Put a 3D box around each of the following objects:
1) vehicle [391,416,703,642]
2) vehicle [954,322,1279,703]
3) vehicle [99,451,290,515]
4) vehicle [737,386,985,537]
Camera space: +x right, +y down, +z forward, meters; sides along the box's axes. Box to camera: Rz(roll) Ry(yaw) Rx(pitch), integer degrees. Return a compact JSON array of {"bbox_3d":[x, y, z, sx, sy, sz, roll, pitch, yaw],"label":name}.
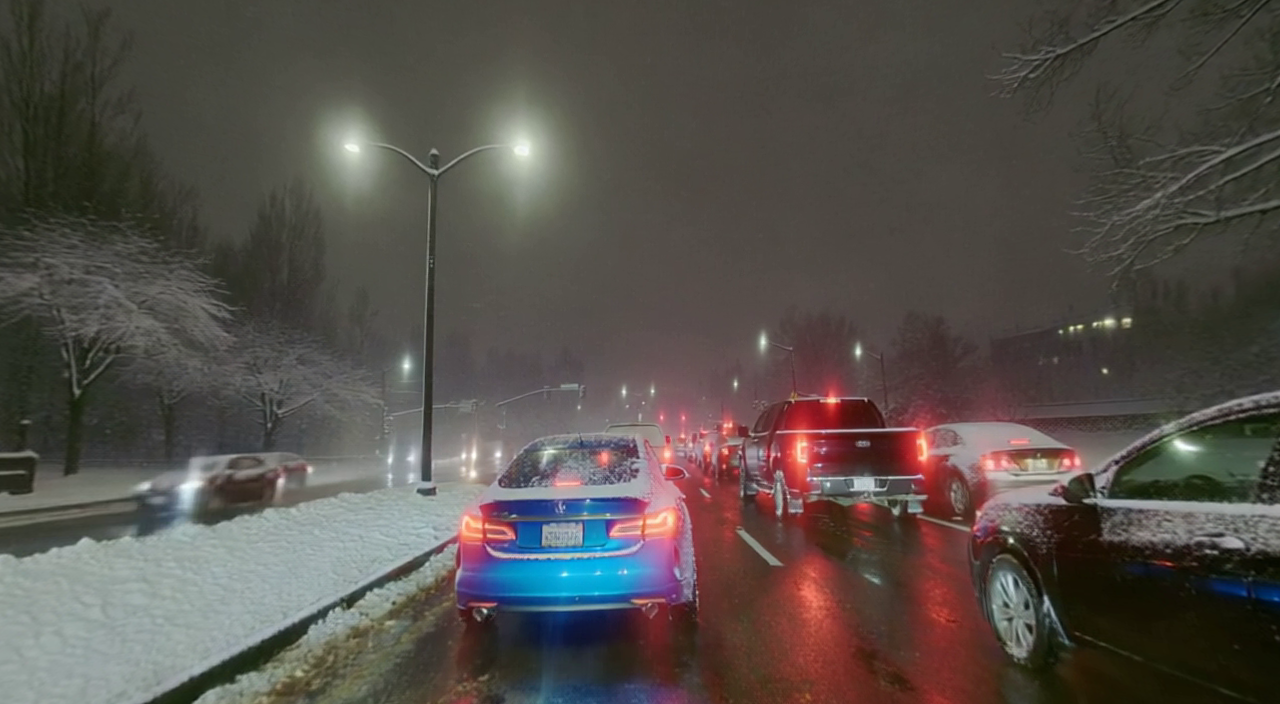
[{"bbox_3d":[-0.579,1.496,6.327,2.111,1.506,4.018,0,-9,2],"label":"vehicle"},{"bbox_3d":[3.163,0.756,2.076,1.982,1.709,4.427,0,-9,1],"label":"vehicle"},{"bbox_3d":[-12.316,3.612,17.869,1.957,1.506,4.706,0,-9,1],"label":"vehicle"},{"bbox_3d":[3.524,1.952,11.695,2.444,2.098,5.766,0,-9,-1],"label":"vehicle"}]
